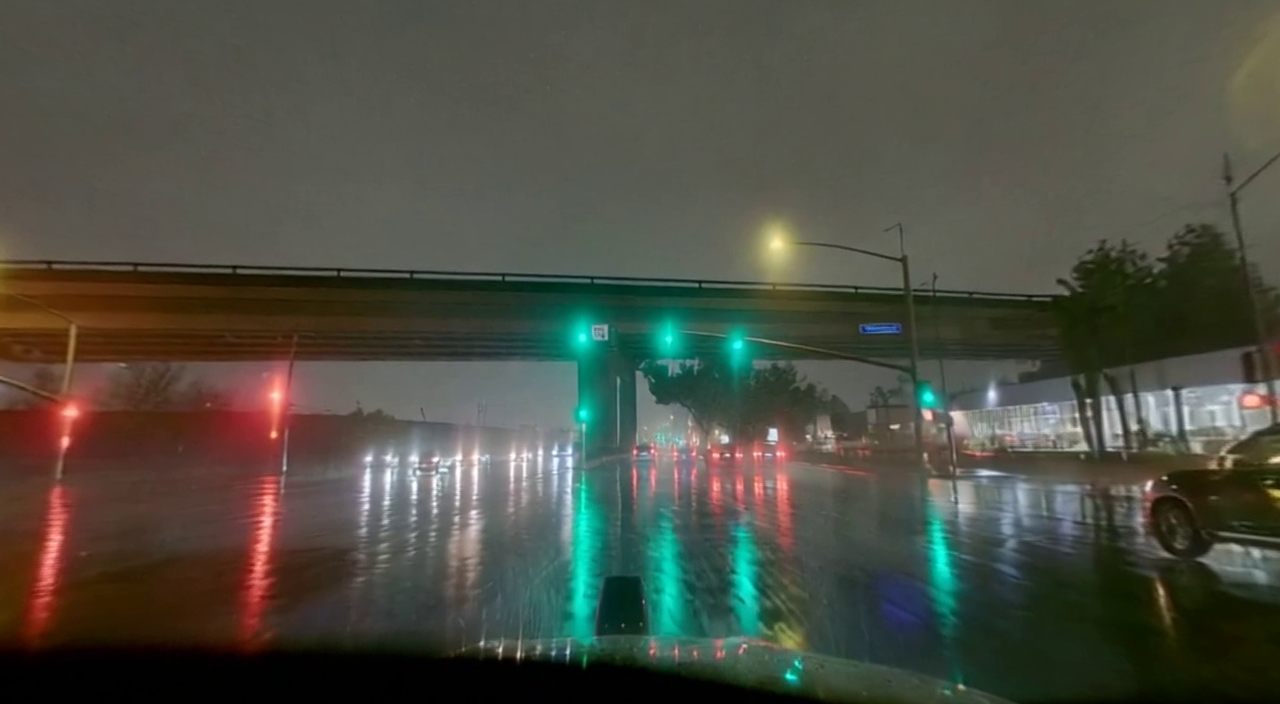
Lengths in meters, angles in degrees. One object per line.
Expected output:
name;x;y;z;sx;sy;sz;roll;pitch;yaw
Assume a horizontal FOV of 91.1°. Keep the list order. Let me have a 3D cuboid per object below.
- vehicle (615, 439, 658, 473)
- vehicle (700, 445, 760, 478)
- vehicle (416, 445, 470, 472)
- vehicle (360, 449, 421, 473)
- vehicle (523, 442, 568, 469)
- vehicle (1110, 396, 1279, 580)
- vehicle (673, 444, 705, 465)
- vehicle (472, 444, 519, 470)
vehicle;-0.140;5.551;33.738;2.172;1.694;4.055;0;-9;1
vehicle;4.069;5.054;29.165;2.156;1.404;4.120;0;-9;0
vehicle;-12.813;6.940;41.159;1.985;1.606;4.570;0;-9;1
vehicle;-16.589;7.231;41.988;1.982;1.499;4.735;0;-9;1
vehicle;-5.845;6.547;39.397;1.971;1.542;4.377;-2;-10;2
vehicle;6.756;1.212;5.554;1.964;1.647;4.114;0;-9;0
vehicle;3.699;7.834;48.015;2.119;1.509;4.495;0;-9;0
vehicle;-9.411;6.876;41.163;1.945;1.590;4.141;0;-9;2
